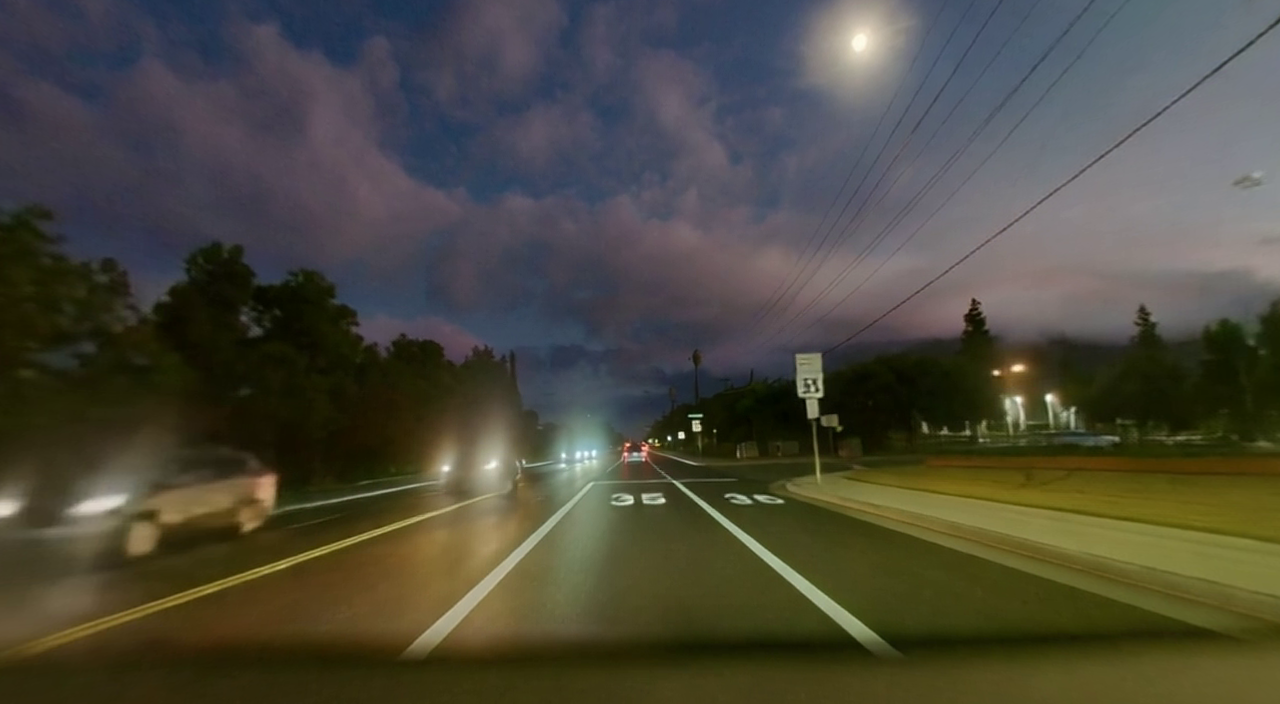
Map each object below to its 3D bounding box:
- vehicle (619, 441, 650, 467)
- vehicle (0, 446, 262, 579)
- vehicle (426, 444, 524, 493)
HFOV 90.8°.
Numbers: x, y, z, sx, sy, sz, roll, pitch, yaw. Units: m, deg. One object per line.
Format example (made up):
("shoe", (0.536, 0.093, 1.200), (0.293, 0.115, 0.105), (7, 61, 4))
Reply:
("vehicle", (-0.403, 7.398, 45.957), (2.163, 1.746, 4.073), (0, -8, -1))
("vehicle", (-8.972, 2.527, 10.917), (1.988, 1.744, 4.687), (-1, -8, 0))
("vehicle", (-6.365, 4.533, 25.200), (2.305, 1.685, 5.690), (-1, -8, 1))
